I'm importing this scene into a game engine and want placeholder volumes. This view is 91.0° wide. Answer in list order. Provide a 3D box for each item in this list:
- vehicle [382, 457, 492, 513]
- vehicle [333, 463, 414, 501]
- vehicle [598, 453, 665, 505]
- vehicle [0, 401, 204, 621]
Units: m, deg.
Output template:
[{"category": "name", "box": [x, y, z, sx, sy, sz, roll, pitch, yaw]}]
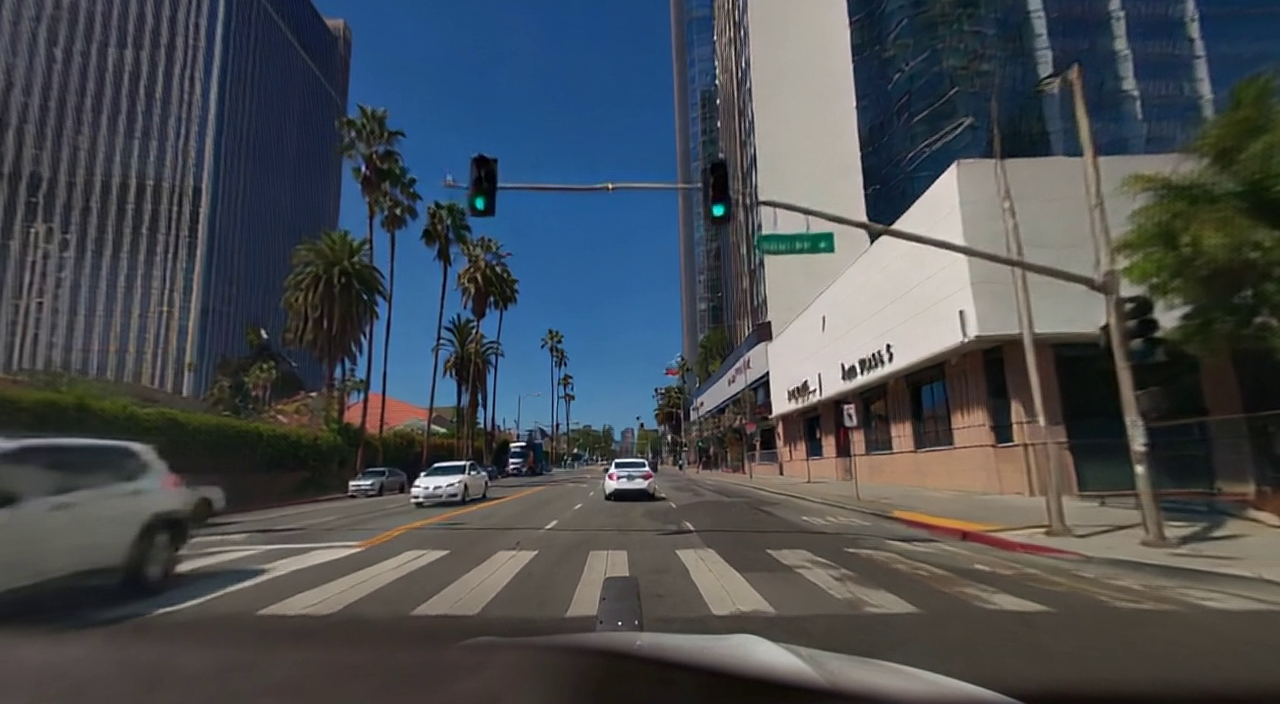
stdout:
[{"category": "vehicle", "box": [-6.240, 4.111, 19.967, 1.951, 1.476, 4.452, -1, -9, 1]}, {"category": "vehicle", "box": [-12.719, 6.290, 30.418, 1.914, 1.551, 4.634, -4, -12, 0]}, {"category": "vehicle", "box": [-0.298, 4.445, 22.498, 2.145, 1.632, 3.972, 0, -9, -1]}, {"category": "vehicle", "box": [-6.618, 1.404, 5.569, 2.070, 1.893, 4.738, 0, -9, 0]}]
